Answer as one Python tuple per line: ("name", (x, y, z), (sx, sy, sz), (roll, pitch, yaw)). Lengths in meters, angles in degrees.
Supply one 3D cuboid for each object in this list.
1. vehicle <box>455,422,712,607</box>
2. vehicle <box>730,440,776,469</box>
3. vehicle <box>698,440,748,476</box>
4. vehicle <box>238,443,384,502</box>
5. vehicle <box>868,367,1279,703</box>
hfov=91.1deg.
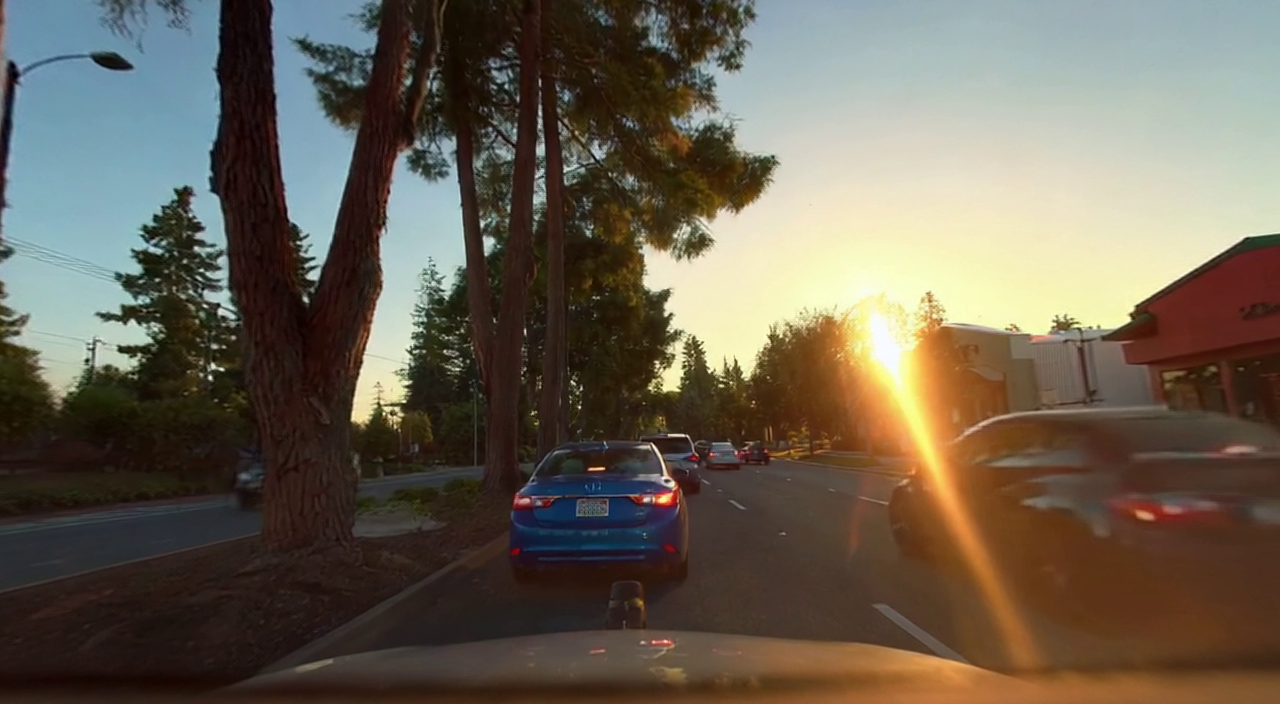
("vehicle", (-0.471, 1.642, 7.250), (2.111, 1.506, 4.018), (0, -8, 0))
("vehicle", (7.804, 7.097, 43.741), (2.253, 1.854, 5.409), (0, -9, 1))
("vehicle", (4.097, 5.302, 31.643), (1.946, 1.648, 4.230), (0, -9, 1))
("vehicle", (-11.964, 4.388, 23.472), (2.257, 1.904, 5.751), (0, -9, 1))
("vehicle", (3.608, 1.199, 5.061), (1.971, 1.637, 4.317), (0, -8, 1))
